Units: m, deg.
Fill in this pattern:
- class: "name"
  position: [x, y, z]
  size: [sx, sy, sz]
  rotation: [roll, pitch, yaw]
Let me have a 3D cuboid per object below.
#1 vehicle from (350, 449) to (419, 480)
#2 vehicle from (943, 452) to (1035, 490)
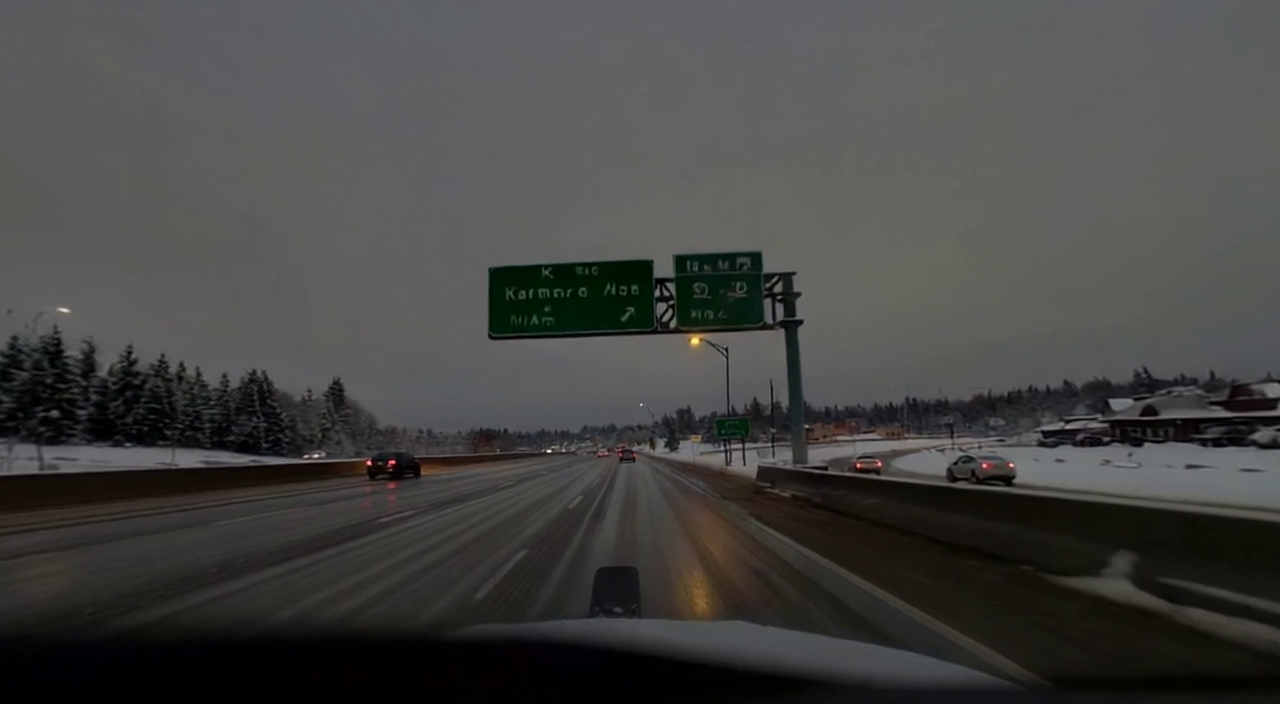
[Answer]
- class: "vehicle"
  position: [-14.275, 6.304, 35.621]
  size: [2.057, 1.619, 4.443]
  rotation: [0, -9, 0]
- class: "vehicle"
  position: [18.181, 6.196, 33.285]
  size: [2.172, 1.778, 5.085]
  rotation: [0, -9, 4]
